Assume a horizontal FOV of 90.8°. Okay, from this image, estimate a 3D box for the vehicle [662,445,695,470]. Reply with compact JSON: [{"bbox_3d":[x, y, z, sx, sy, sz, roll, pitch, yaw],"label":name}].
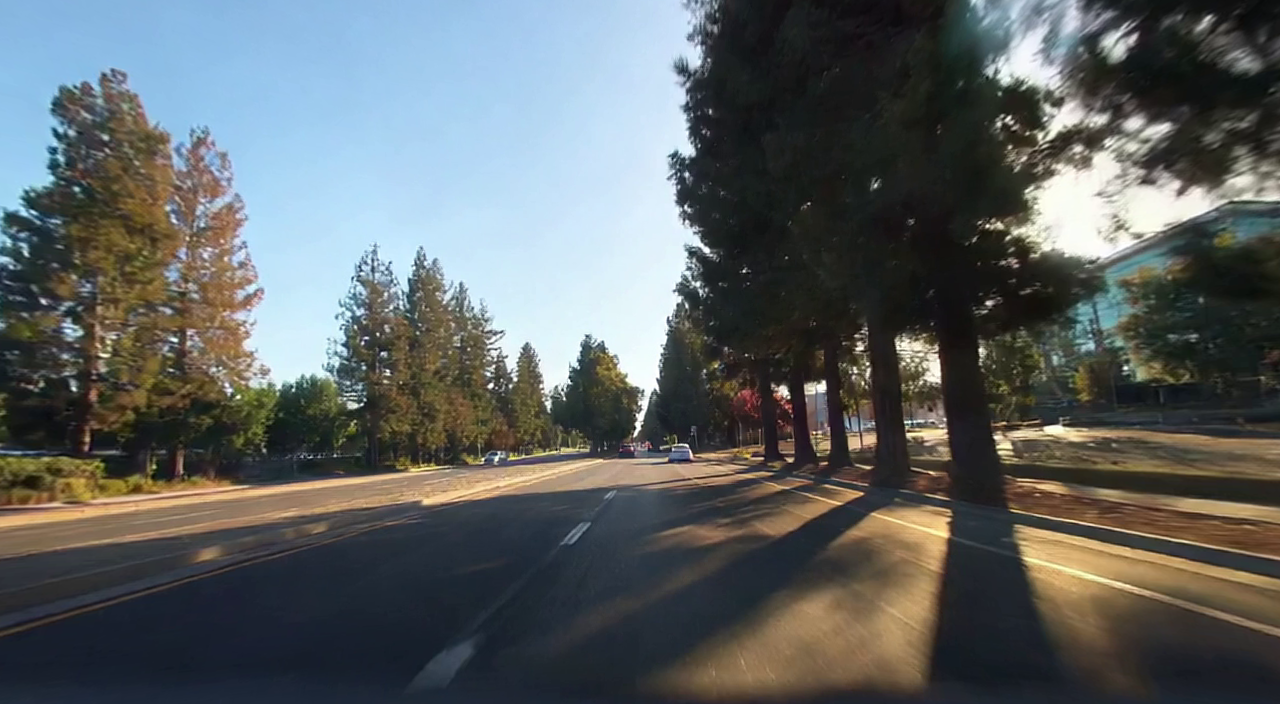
[{"bbox_3d":[2.446,6.877,41.469,1.925,1.488,4.271,0,-8,0],"label":"vehicle"}]
